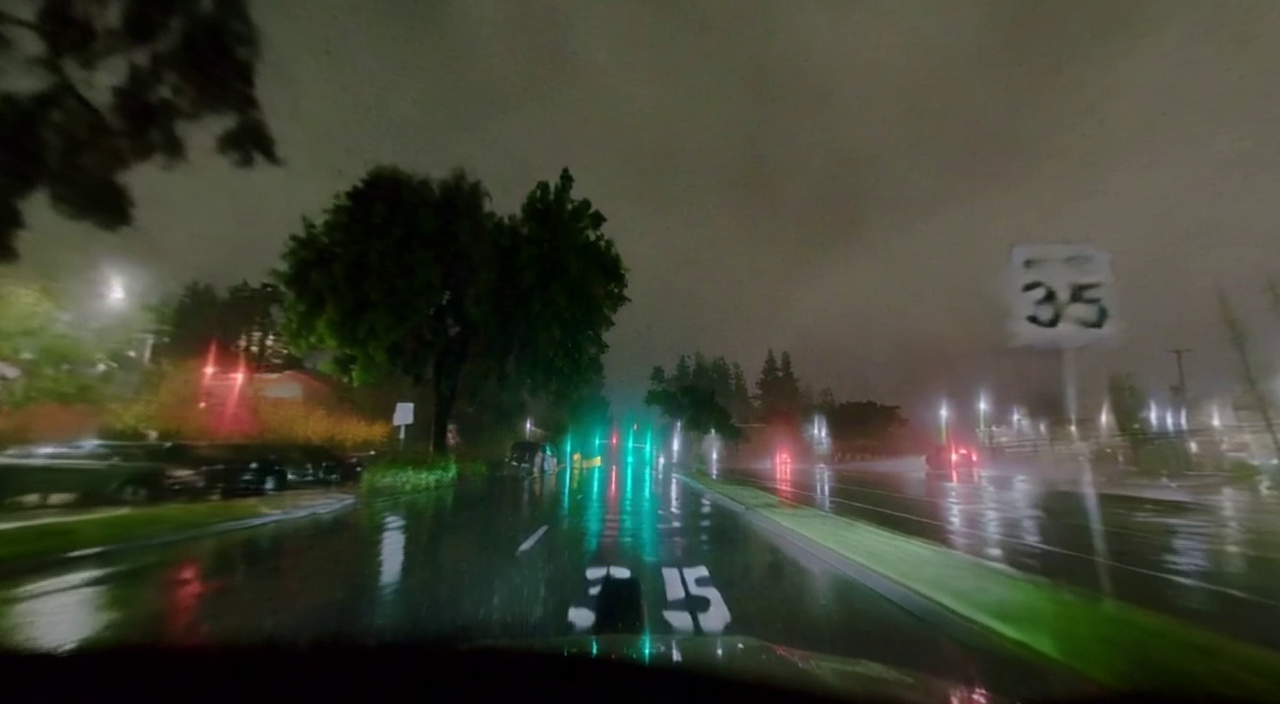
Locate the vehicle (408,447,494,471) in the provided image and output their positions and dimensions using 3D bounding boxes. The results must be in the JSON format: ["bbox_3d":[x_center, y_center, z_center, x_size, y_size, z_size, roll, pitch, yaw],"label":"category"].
[{"bbox_3d":[-14.015,7.941,46.954,5.742,1.668,2.296,1,-8,-2],"label":"vehicle"}]

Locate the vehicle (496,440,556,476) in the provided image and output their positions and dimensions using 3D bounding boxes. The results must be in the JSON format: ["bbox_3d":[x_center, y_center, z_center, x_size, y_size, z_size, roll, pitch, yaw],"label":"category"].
[{"bbox_3d":[-6.522,6.106,36.692,2.350,1.892,5.542,0,-8,1],"label":"vehicle"}]

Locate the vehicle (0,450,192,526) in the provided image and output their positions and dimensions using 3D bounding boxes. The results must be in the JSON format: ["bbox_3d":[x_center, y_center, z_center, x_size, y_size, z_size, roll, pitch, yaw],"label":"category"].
[{"bbox_3d":[-13.219,2.899,13.713,5.300,1.432,1.951,1,-9,-2],"label":"vehicle"}]
